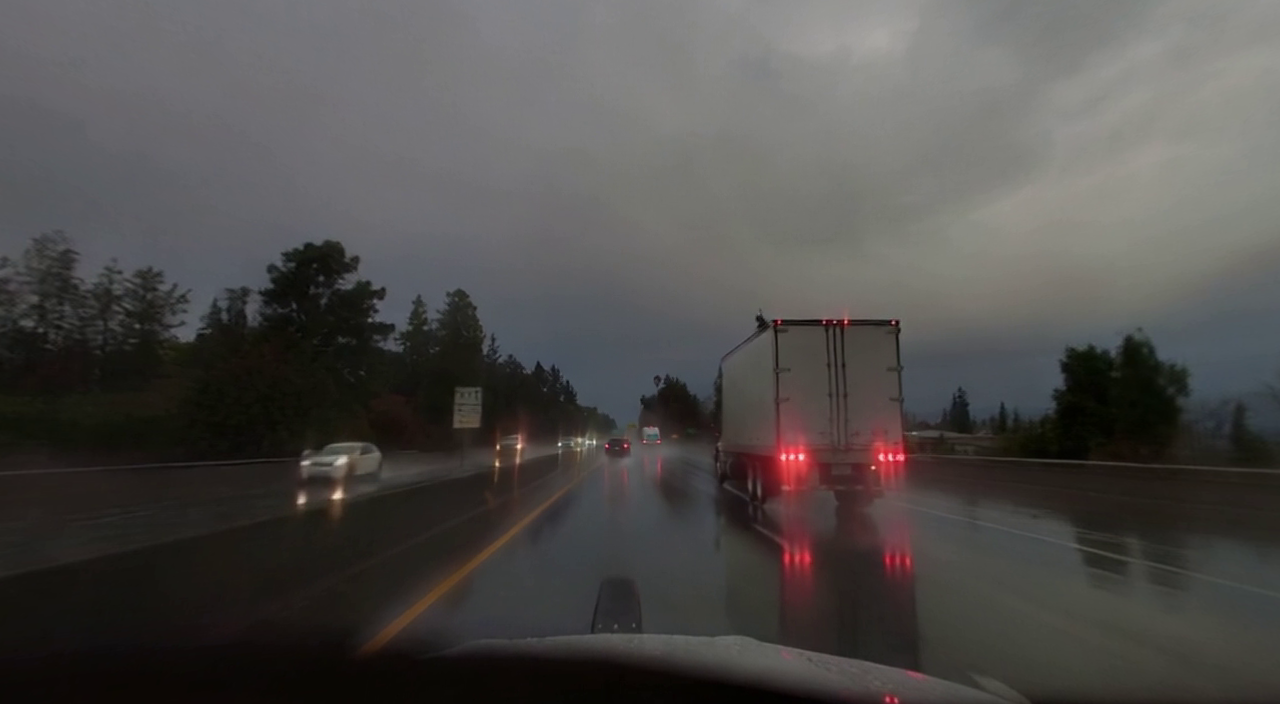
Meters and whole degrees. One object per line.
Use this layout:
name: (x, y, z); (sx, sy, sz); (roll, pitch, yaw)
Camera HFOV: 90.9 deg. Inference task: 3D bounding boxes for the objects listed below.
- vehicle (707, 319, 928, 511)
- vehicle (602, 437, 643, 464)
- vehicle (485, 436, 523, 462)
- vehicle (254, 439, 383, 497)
vehicle: (3.667, 1.663, 15.686); (2.921, 3.526, 8.207); (0, -7, -1)
vehicle: (-1.025, 5.684, 36.732); (2.259, 1.466, 3.693); (0, -7, -1)
vehicle: (-9.875, 7.040, 46.058); (1.985, 1.746, 3.918); (0, -7, -1)
vehicle: (-9.927, 3.564, 19.879); (1.963, 1.573, 3.985); (0, -7, -1)
